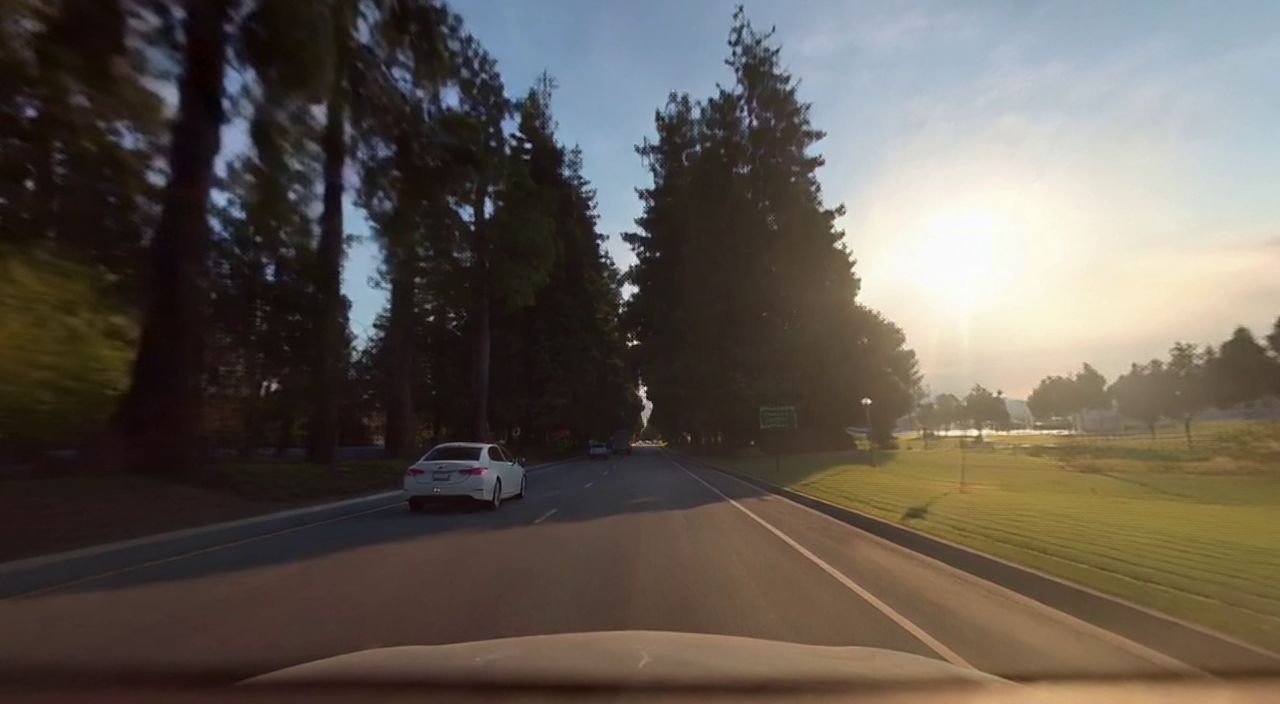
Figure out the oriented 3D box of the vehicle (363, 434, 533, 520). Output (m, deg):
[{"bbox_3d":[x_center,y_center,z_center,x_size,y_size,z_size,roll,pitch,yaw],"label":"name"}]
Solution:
[{"bbox_3d":[-3.668,2.475,13.067,2.033,1.454,4.512,0,-8,1],"label":"vehicle"}]
